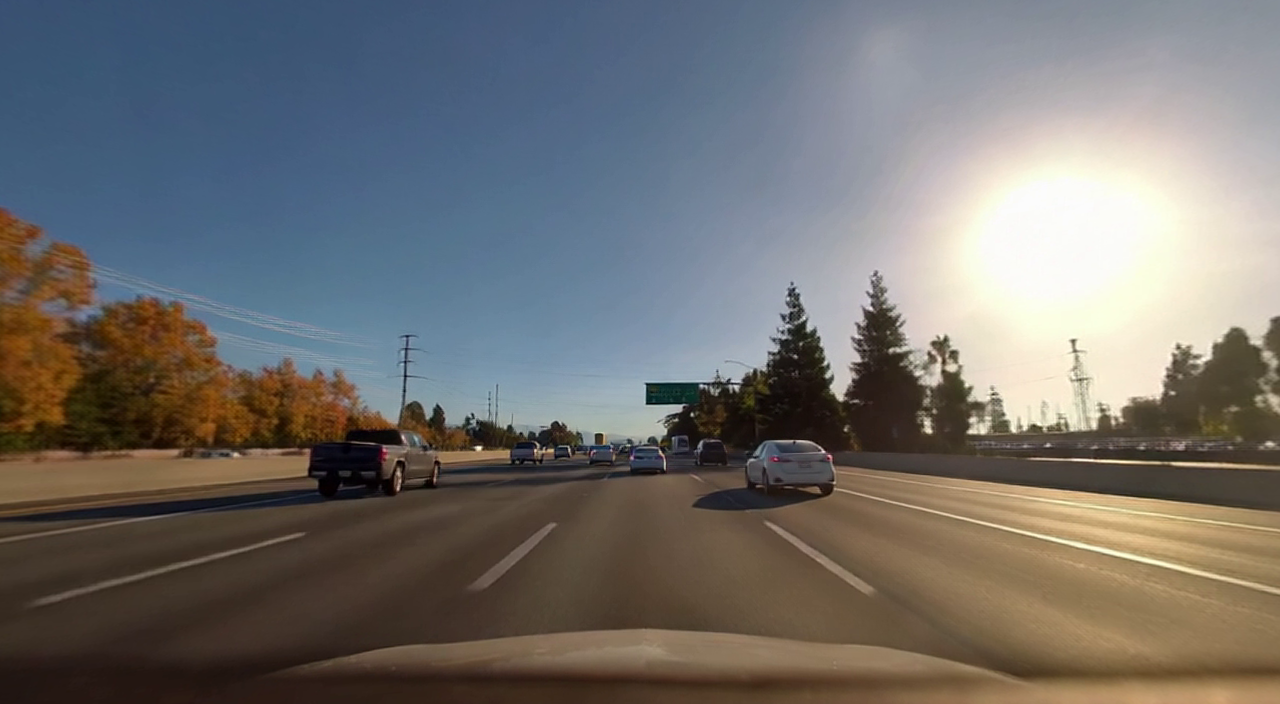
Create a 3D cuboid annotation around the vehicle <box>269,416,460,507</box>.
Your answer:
[{"bbox_3d":[-6.801,2.807,16.586,2.269,1.936,5.777,0,-8,1],"label":"vehicle"}]

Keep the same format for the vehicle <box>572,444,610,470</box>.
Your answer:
[{"bbox_3d":[-2.917,6.375,38.538,1.904,1.479,4.274,0,-9,1],"label":"vehicle"}]

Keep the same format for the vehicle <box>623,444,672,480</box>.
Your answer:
[{"bbox_3d":[0.319,4.735,27.488,1.966,1.444,3.986,0,-8,0],"label":"vehicle"}]

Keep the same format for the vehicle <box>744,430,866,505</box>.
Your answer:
[{"bbox_3d":[4.108,2.949,16.557,2.002,1.691,4.290,0,-9,0],"label":"vehicle"}]

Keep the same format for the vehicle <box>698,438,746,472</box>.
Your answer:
[{"bbox_3d":[4.593,5.842,36.066,2.195,1.778,4.455,0,-8,1],"label":"vehicle"}]

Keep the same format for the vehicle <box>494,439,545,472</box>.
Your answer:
[{"bbox_3d":[-6.654,5.769,35.266,1.978,1.680,4.263,0,-9,1],"label":"vehicle"}]
